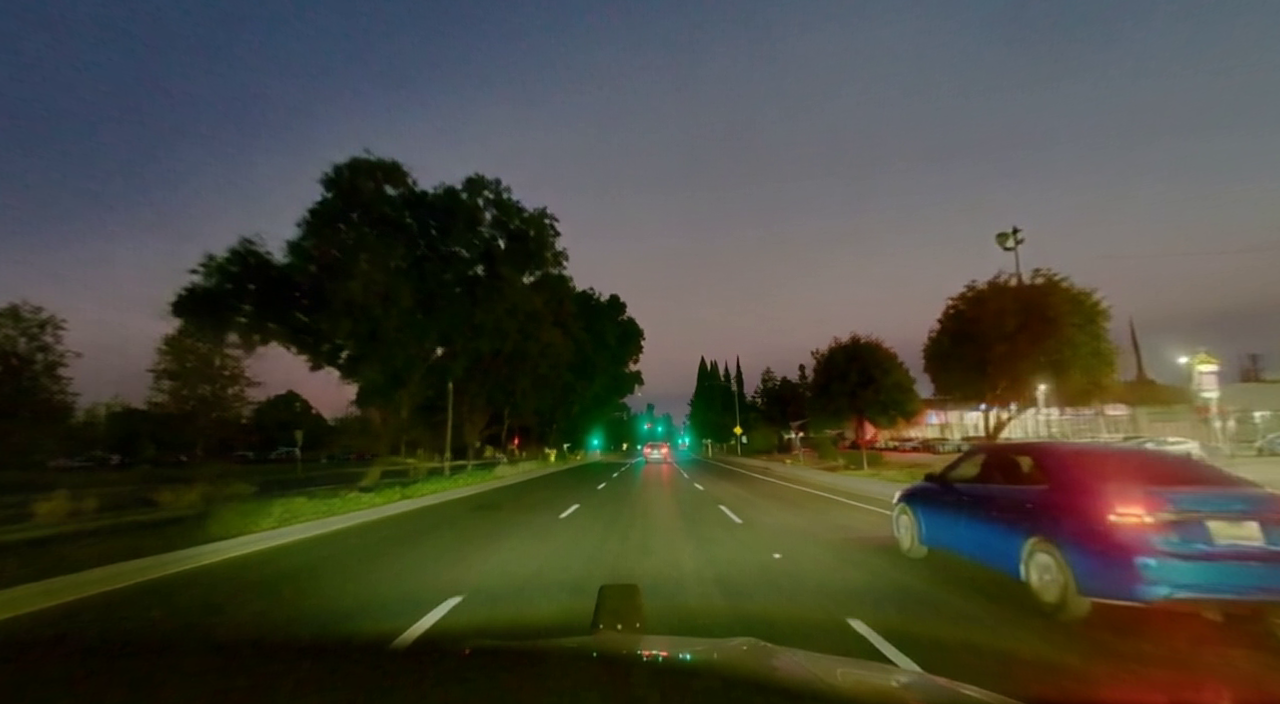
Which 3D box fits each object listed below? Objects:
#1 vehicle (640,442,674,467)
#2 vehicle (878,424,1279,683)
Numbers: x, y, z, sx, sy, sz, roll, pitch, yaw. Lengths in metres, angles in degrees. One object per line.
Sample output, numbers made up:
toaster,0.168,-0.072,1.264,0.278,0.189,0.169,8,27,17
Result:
vehicle,1.075,6.710,41.336,2.144,1.505,4.128,0,-8,1
vehicle,4.198,1.514,5.989,2.053,1.482,4.568,0,-8,0
